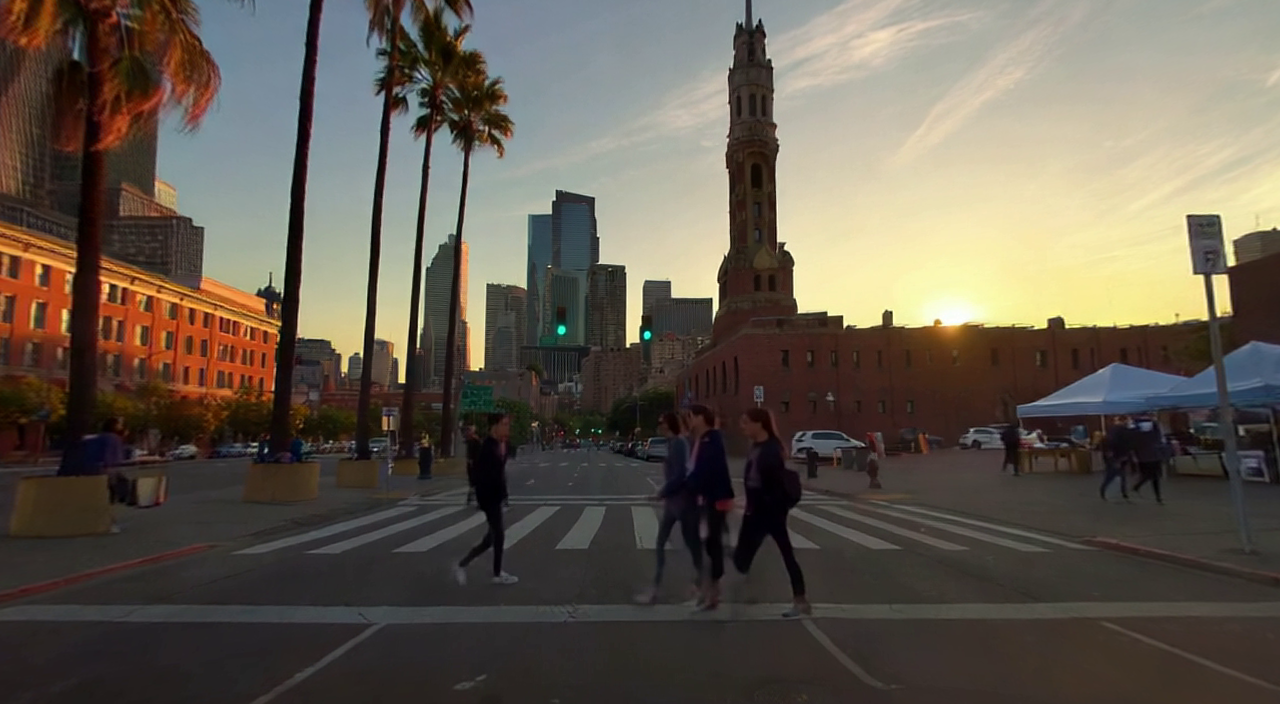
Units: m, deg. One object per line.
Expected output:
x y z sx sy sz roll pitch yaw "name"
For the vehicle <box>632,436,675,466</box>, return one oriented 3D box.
0.904 7.276 46.556 2.322 2.071 5.366 1 -9 -9 "vehicle"
